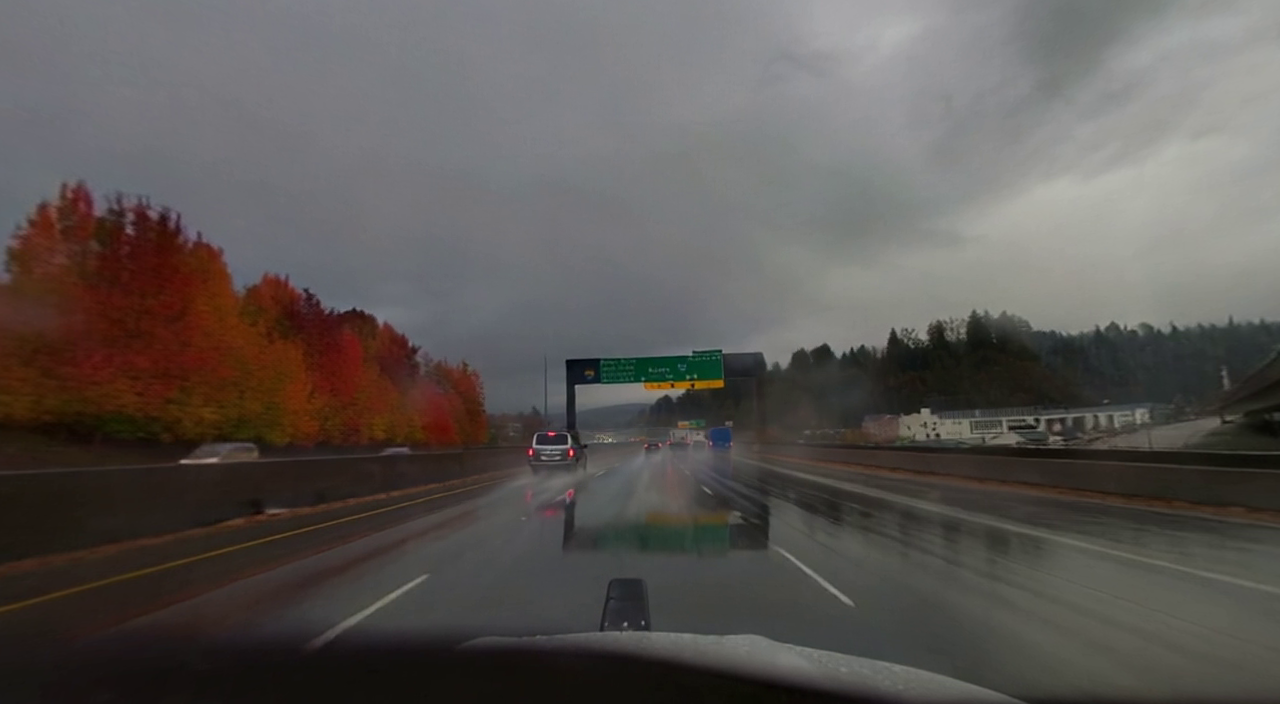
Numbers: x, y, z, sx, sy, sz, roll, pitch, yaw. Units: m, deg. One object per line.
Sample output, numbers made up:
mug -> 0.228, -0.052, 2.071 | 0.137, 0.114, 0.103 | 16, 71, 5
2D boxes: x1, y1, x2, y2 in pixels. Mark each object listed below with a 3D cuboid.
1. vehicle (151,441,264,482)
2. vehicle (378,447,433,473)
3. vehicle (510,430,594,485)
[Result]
vehicle -> -23.311, 5.894, 34.231 | 2.175, 2.021, 5.334 | -1, -8, 2
vehicle -> -15.325, 7.069, 41.403 | 1.870, 1.542, 4.271 | 0, -8, 1
vehicle -> -2.964, 3.659, 22.187 | 2.177, 1.707, 4.432 | -1, -8, 2
